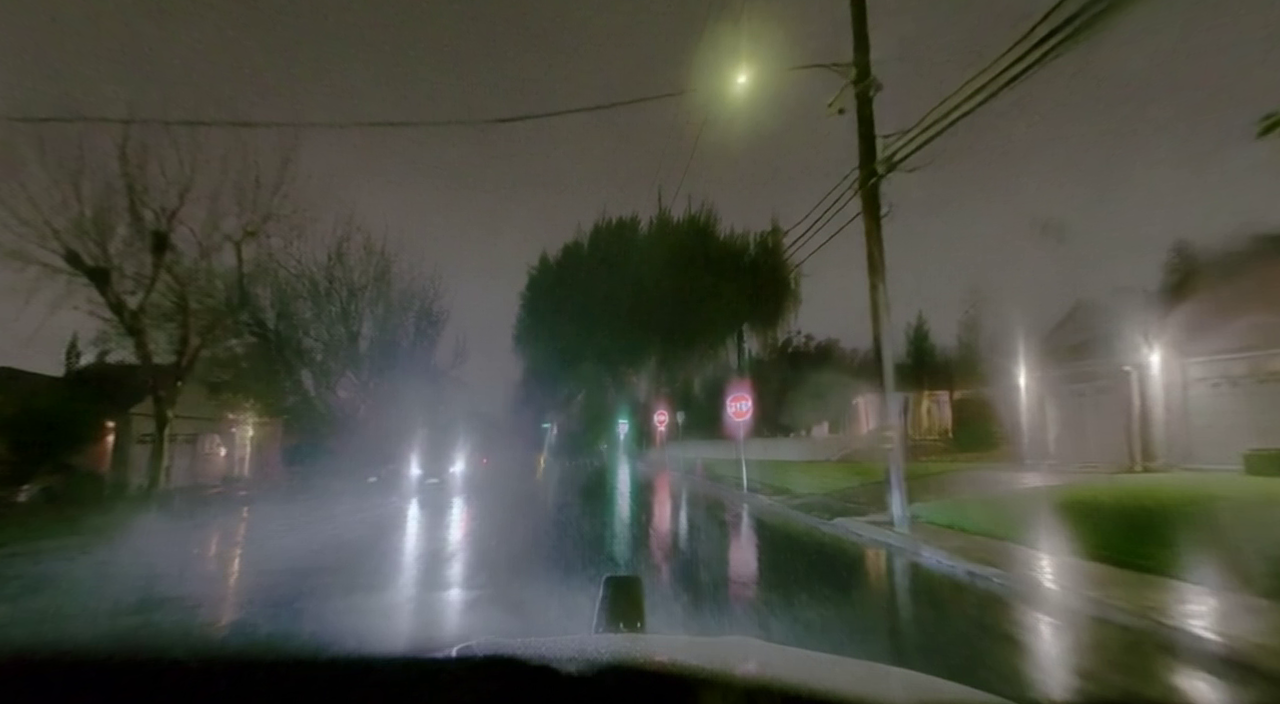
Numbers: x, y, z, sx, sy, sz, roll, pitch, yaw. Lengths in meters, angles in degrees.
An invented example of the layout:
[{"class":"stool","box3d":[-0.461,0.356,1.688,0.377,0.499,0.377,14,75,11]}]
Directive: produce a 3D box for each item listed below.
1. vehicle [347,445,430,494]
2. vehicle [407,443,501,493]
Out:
[{"class":"vehicle","box3d":[-9.432,4.387,24.076,1.994,1.656,4.334,1,-9,-10]},{"class":"vehicle","box3d":[-6.348,3.989,22.191,2.146,1.506,4.885,0,-8,-4]}]
